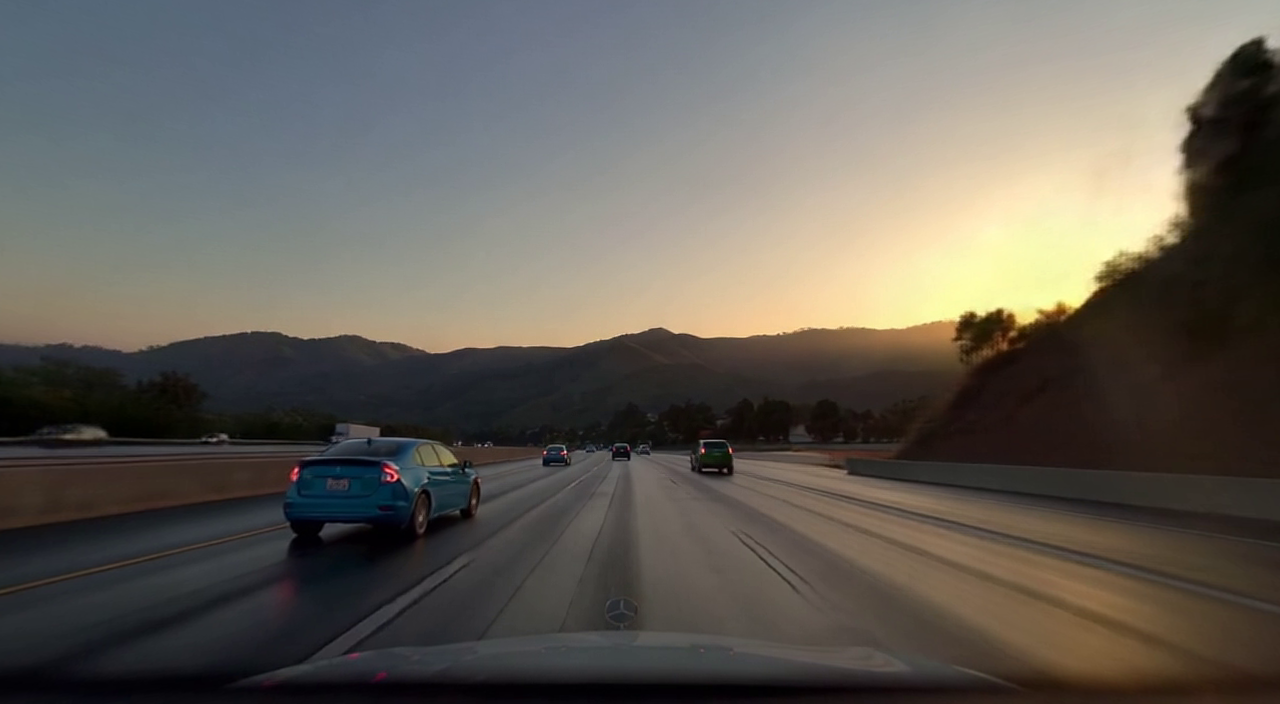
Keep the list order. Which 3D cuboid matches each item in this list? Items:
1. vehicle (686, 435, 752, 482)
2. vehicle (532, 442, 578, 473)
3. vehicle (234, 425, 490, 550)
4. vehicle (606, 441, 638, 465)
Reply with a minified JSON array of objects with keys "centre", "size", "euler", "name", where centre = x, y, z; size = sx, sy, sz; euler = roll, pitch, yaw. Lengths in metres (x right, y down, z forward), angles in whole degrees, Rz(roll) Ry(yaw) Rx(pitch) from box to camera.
[{"centre":[3.308,4.562,27.327],"size":[2.222,1.820,4.733],"euler":[0,-9,-1],"name":"vehicle"},{"centre":[-4.307,5.371,32.287],"size":[1.796,1.464,3.839],"euler":[0,-9,0],"name":"vehicle"},{"centre":[-3.921,1.990,9.899],"size":[1.993,1.500,4.248],"euler":[0,-9,1],"name":"vehicle"},{"centre":[-1.226,7.042,44.079],"size":[2.147,1.572,4.094],"euler":[0,-9,-1],"name":"vehicle"}]
